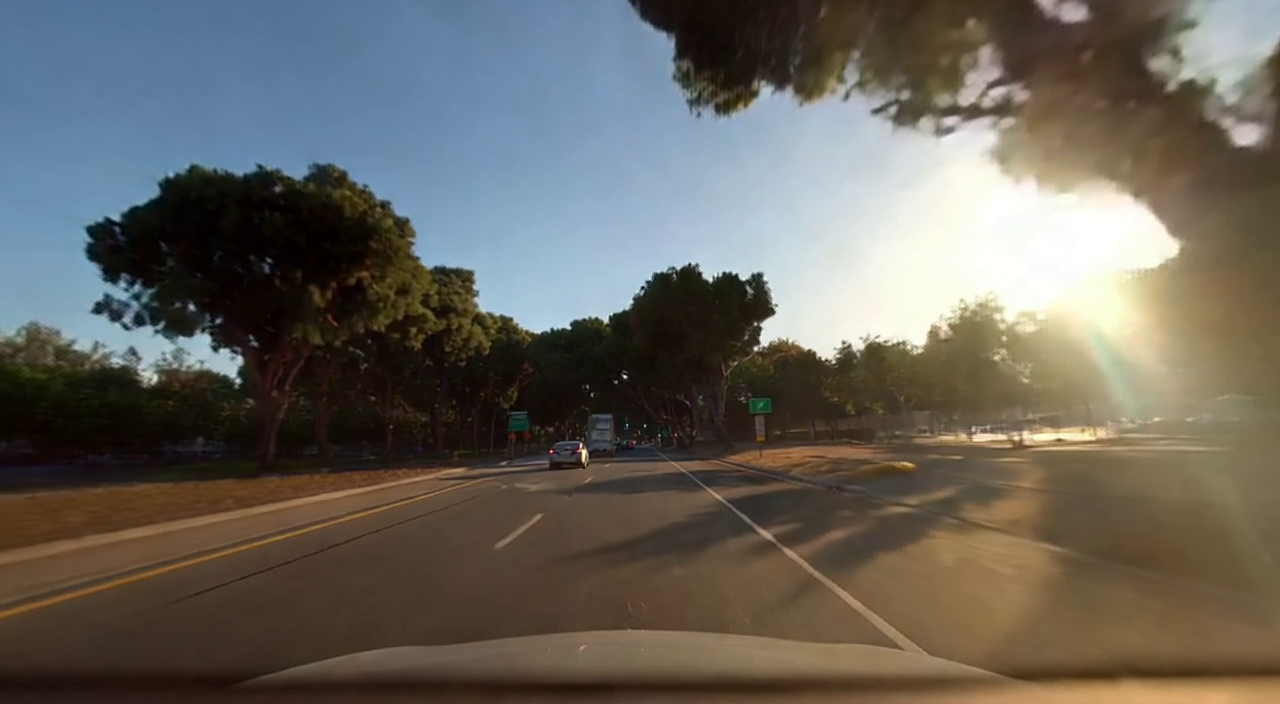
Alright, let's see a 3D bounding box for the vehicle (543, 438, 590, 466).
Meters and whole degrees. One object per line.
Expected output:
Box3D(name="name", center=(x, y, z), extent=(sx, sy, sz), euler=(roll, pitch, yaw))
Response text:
Box3D(name="vehicle", center=(-3.933, 5.425, 34.436), extent=(2.005, 1.462, 4.345), euler=(0, -8, 1))
